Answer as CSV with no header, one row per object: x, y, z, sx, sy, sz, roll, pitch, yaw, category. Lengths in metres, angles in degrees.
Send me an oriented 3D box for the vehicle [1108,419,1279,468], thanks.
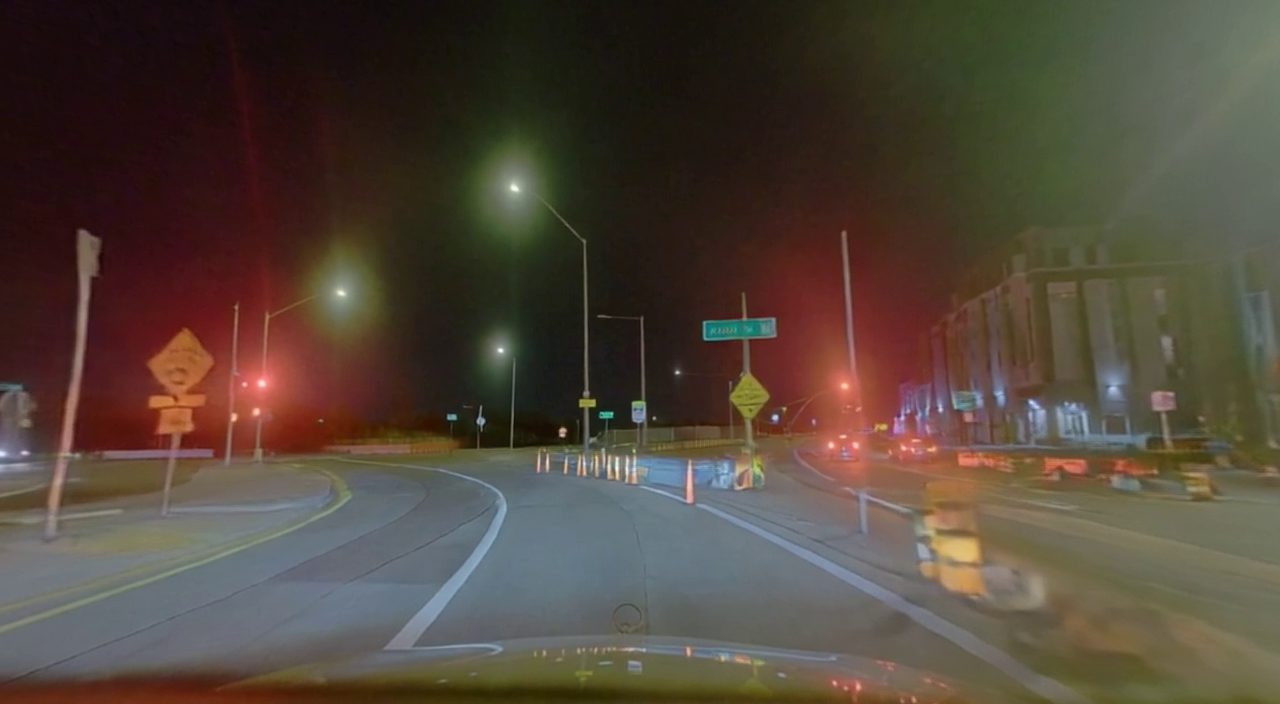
21.054,3.490,24.049,4.615,1.738,1.990,-1,-9,9,vehicle

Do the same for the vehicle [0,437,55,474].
-31.548,5.207,31.878,4.292,1.734,2.159,-7,-11,40,vehicle
